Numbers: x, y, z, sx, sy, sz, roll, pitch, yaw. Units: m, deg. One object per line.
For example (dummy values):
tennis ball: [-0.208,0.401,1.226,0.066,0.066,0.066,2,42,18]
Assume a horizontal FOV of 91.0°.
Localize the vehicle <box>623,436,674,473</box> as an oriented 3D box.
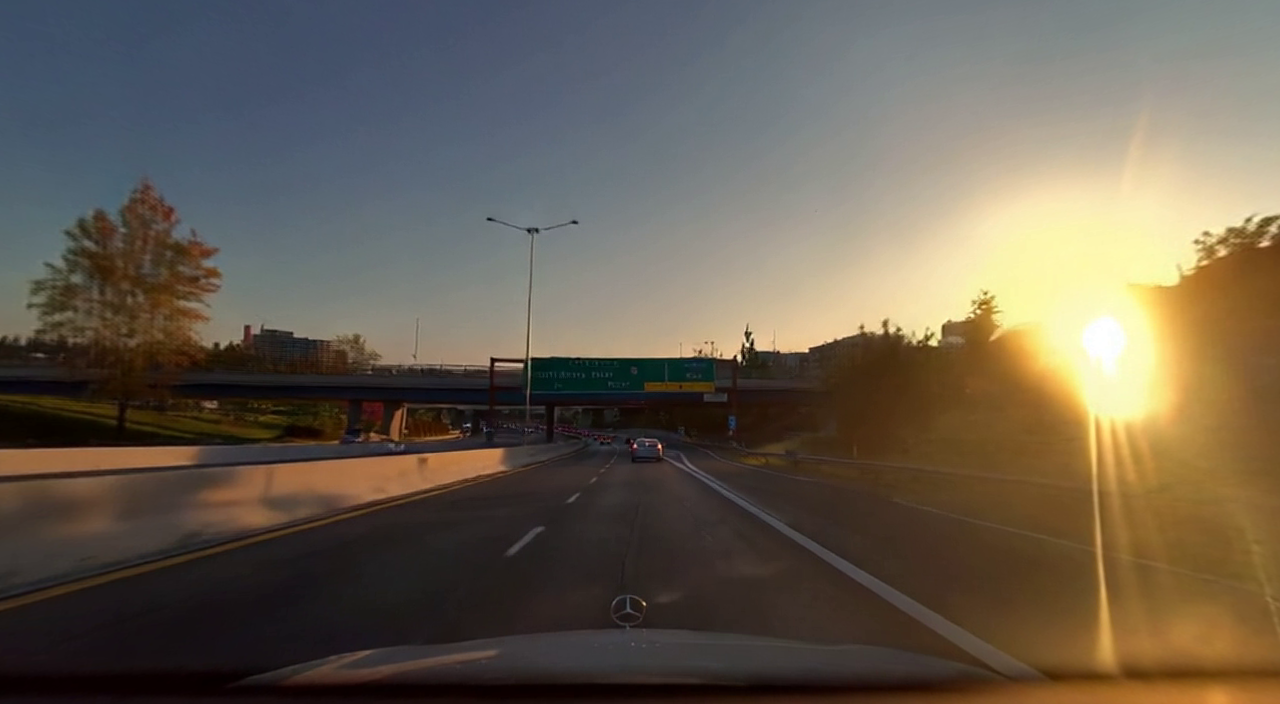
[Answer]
vehicle: [0.363,4.528,27.976,2.130,1.512,4.057,0,-8,0]
